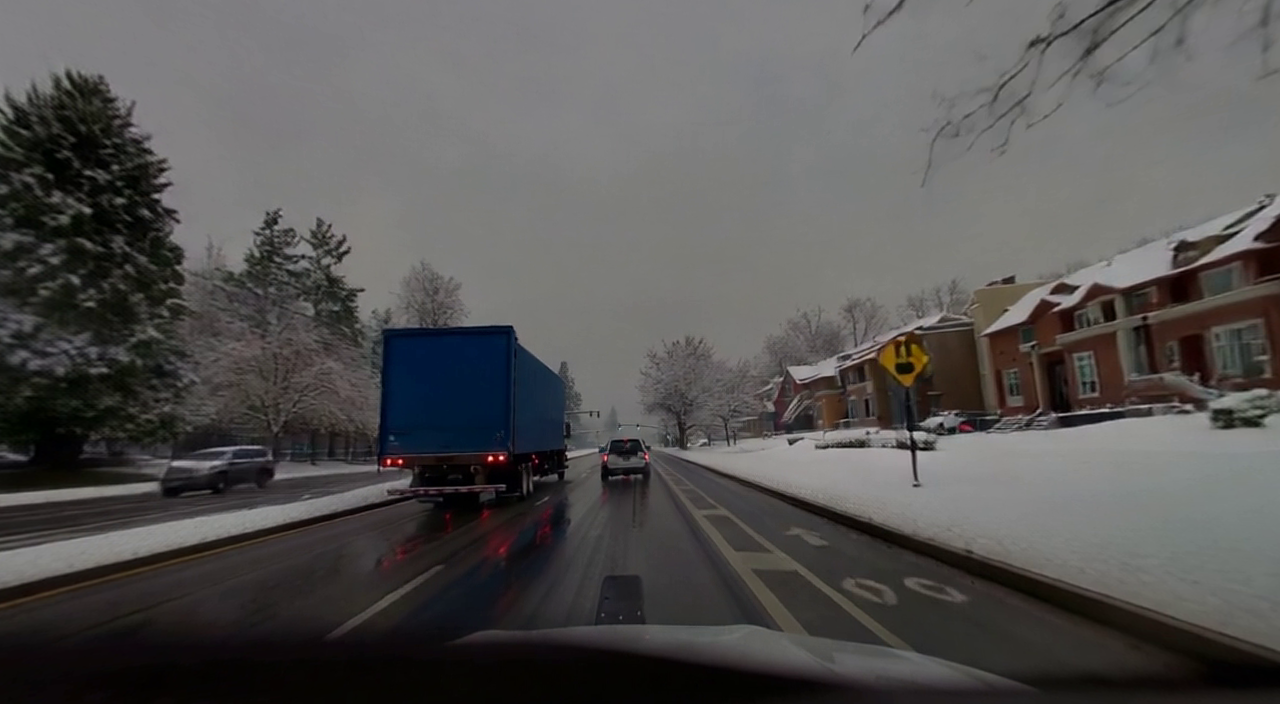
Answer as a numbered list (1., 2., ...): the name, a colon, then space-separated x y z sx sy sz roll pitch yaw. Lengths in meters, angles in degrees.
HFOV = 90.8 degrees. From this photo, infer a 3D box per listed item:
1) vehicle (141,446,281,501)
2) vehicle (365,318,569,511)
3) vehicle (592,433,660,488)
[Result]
1. vehicle: -15.526 4.363 23.244 1.987 1.711 4.578 -3 -8 0
2. vehicle: -4.061 2.002 18.024 2.996 3.902 10.410 0 -8 -1
3. vehicle: -0.466 3.628 21.423 2.094 1.682 3.866 0 -9 -1
